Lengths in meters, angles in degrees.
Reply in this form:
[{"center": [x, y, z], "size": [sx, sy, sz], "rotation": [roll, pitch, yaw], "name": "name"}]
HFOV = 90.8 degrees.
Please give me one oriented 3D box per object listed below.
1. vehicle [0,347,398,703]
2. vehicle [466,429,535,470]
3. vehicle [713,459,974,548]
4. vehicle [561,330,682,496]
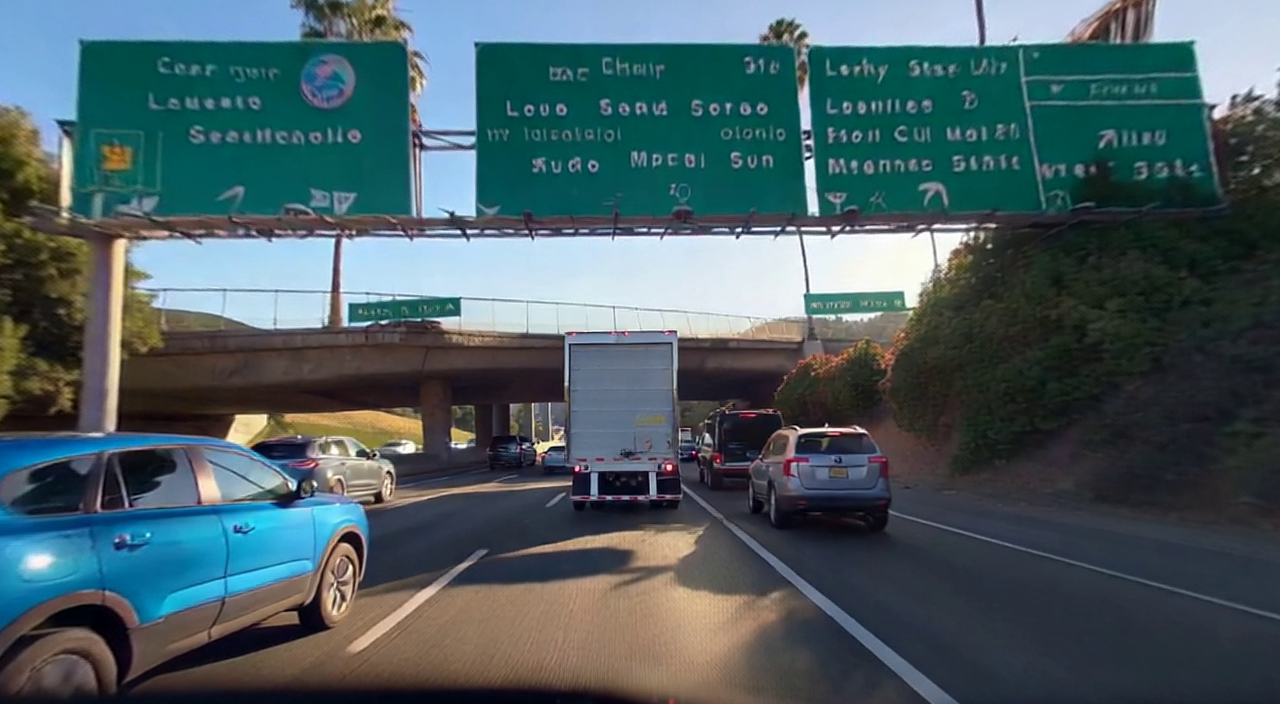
[{"center": [-3.214, 1.060, 3.789], "size": [1.885, 1.654, 4.103], "rotation": [0, -9, 0], "name": "vehicle"}, {"center": [-7.210, 5.132, 33.349], "size": [2.344, 1.954, 5.579], "rotation": [0, -9, 0], "name": "vehicle"}, {"center": [2.977, 2.441, 11.041], "size": [2.635, 1.036, 5.568], "rotation": [0, -9, -1], "name": "vehicle"}, {"center": [-0.423, 2.274, 20.810], "size": [2.906, 4.040, 10.743], "rotation": [0, -9, 0], "name": "vehicle"}]
